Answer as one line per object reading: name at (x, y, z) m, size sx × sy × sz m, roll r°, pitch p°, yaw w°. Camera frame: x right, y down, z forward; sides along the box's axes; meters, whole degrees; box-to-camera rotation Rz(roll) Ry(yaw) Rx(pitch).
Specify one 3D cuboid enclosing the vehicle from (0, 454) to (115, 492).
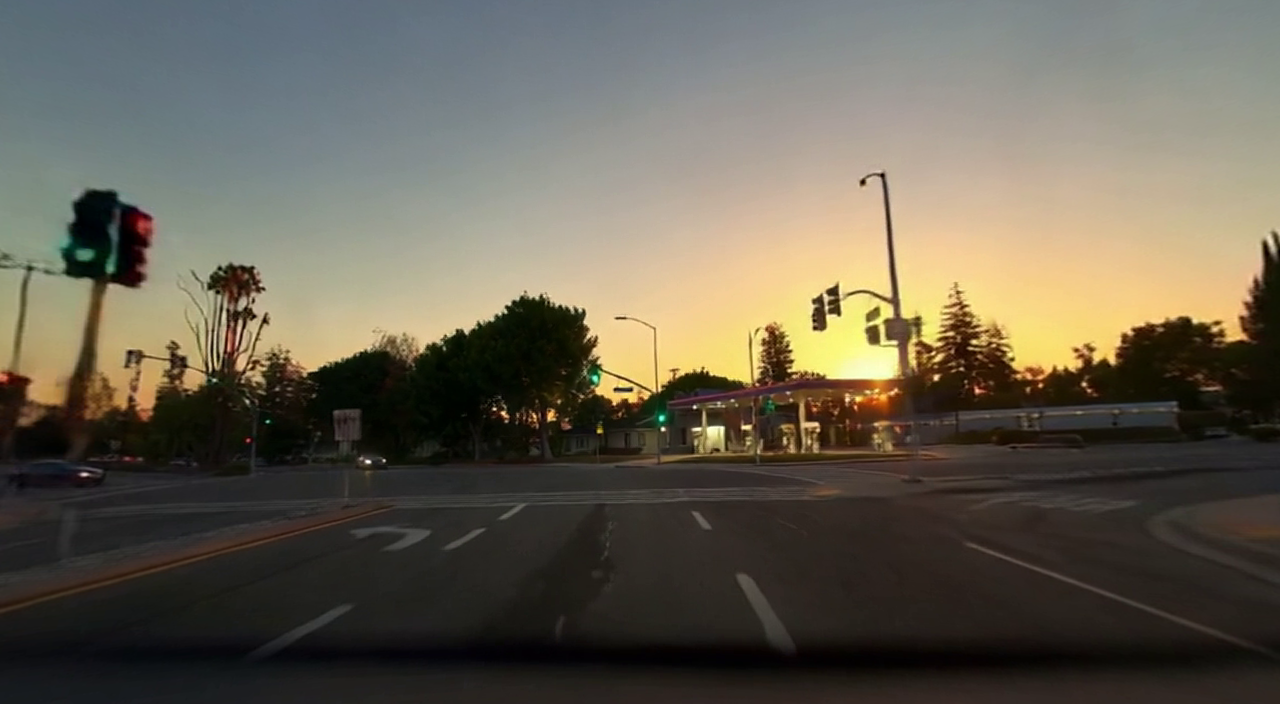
vehicle at (-28.419, 5.858, 30.585) m, size 4.559 × 1.608 × 1.961 m, roll -3°, pitch -7°, yaw 10°
